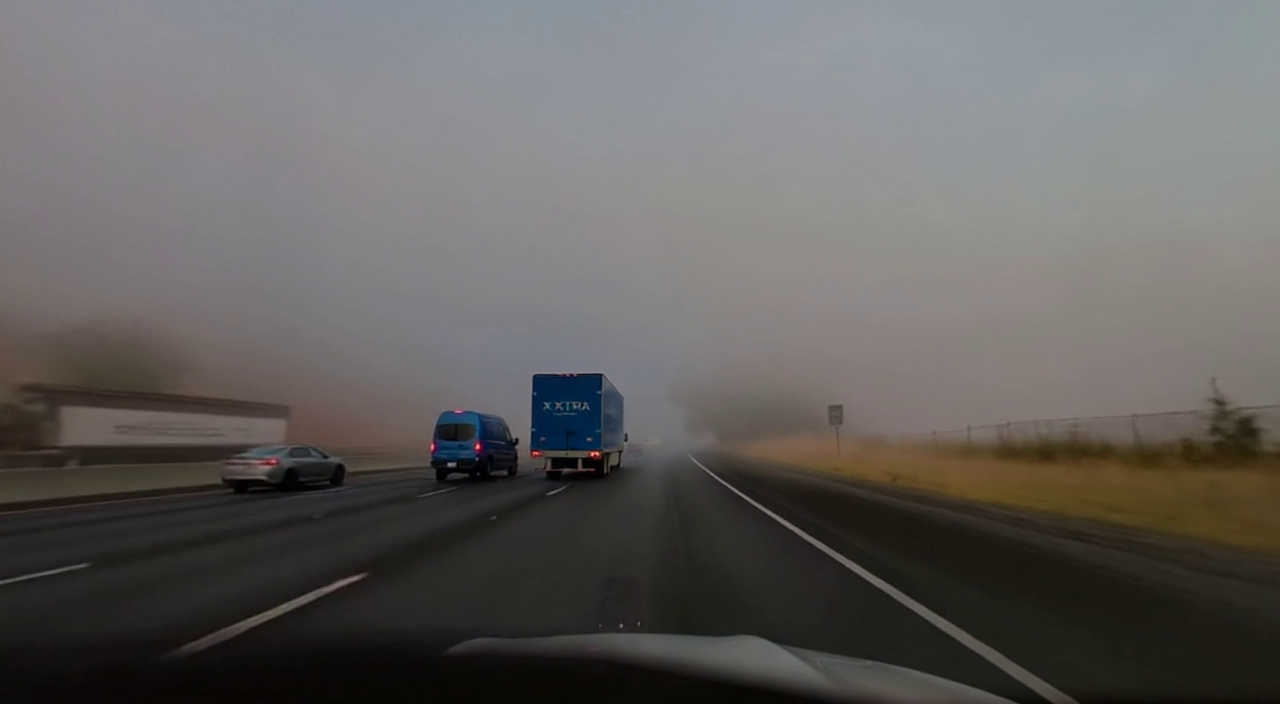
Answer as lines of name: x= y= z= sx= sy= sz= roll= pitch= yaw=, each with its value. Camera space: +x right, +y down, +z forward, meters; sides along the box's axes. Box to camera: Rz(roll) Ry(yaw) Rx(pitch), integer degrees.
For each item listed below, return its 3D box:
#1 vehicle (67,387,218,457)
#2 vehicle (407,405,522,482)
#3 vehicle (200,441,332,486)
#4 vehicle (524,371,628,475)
vehicle: x=-27.891 y=4.069 z=35.798 sx=2.985 sy=3.637 sz=6.298 roll=0 pitch=-8 yaw=4
vehicle: x=-6.626 y=3.592 z=24.778 sx=2.469 sy=2.615 sz=5.874 roll=0 pitch=-8 yaw=3
vehicle: x=-13.868 y=4.141 z=23.733 sx=1.901 sy=1.487 sz=4.622 roll=0 pitch=-8 yaw=4
vehicle: x=-2.557 y=3.461 z=29.260 sx=3.183 sy=4.011 sz=9.617 roll=0 pitch=-9 yaw=4
